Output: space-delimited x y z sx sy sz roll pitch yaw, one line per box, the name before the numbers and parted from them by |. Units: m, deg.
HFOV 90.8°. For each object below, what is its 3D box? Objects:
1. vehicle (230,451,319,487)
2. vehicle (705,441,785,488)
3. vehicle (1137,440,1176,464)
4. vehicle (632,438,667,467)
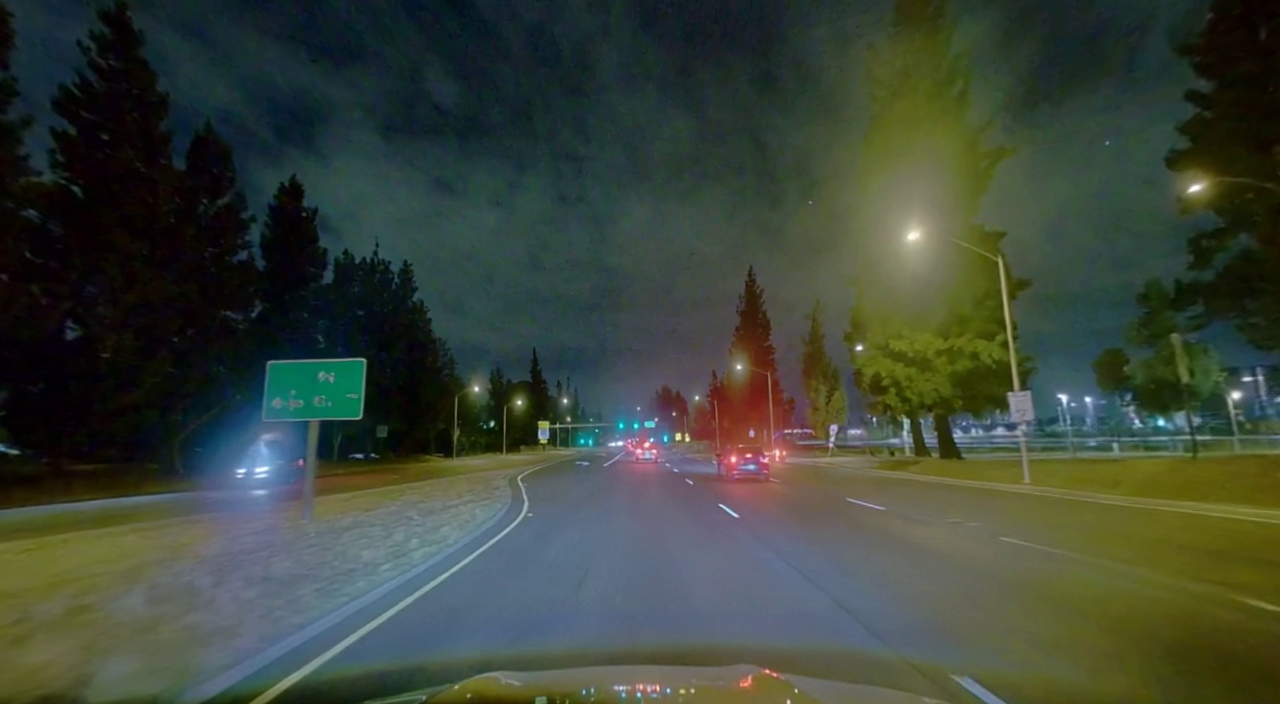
vehicle | -17.537 5.616 30.544 1.901 1.554 3.894 0 -8 0
vehicle | 3.592 3.934 22.481 1.948 1.479 4.620 0 -8 -2
vehicle | 38.743 7.483 47.441 1.875 1.645 4.474 -6 -10 35
vehicle | 0.582 6.575 41.401 1.988 1.800 4.322 1 -9 -3
